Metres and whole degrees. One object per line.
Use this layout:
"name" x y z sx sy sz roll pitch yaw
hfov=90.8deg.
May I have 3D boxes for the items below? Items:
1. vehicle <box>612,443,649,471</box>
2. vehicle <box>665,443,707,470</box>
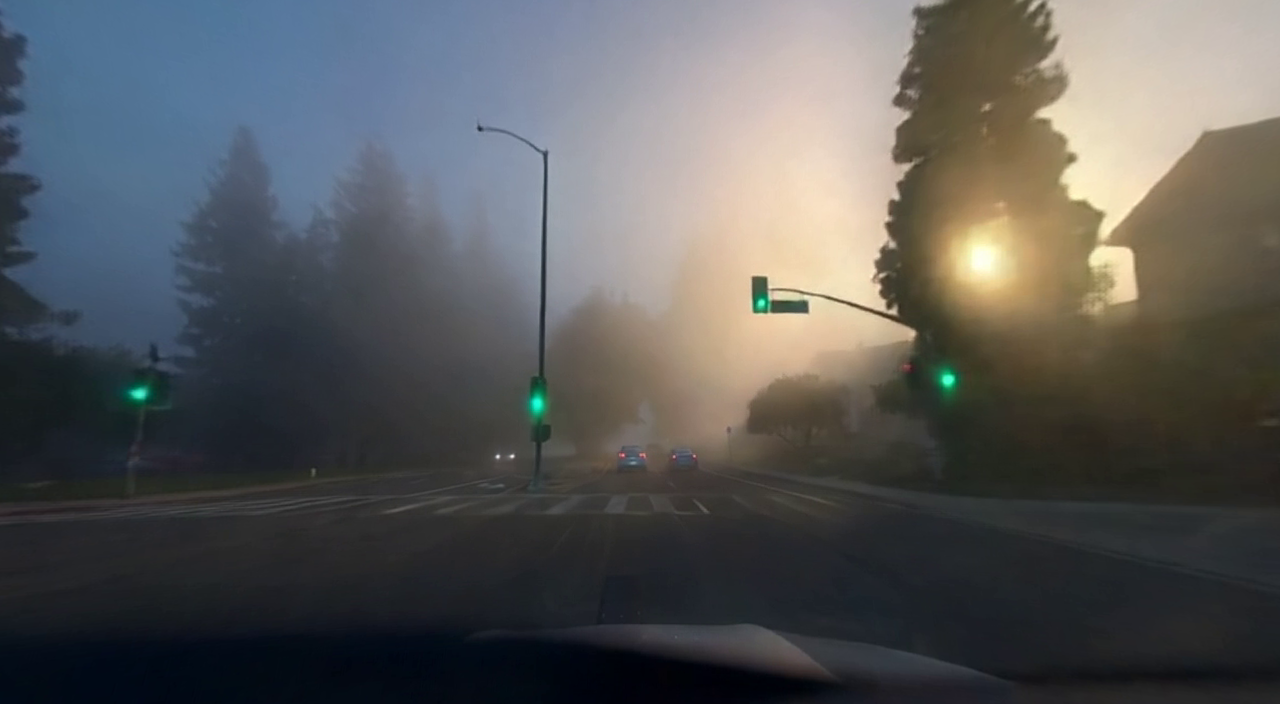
"vehicle" -0.565 5.938 36.002 2.018 1.511 3.993 0 -8 -1
"vehicle" 2.751 6.324 38.454 2.057 1.496 4.401 0 -8 -2
